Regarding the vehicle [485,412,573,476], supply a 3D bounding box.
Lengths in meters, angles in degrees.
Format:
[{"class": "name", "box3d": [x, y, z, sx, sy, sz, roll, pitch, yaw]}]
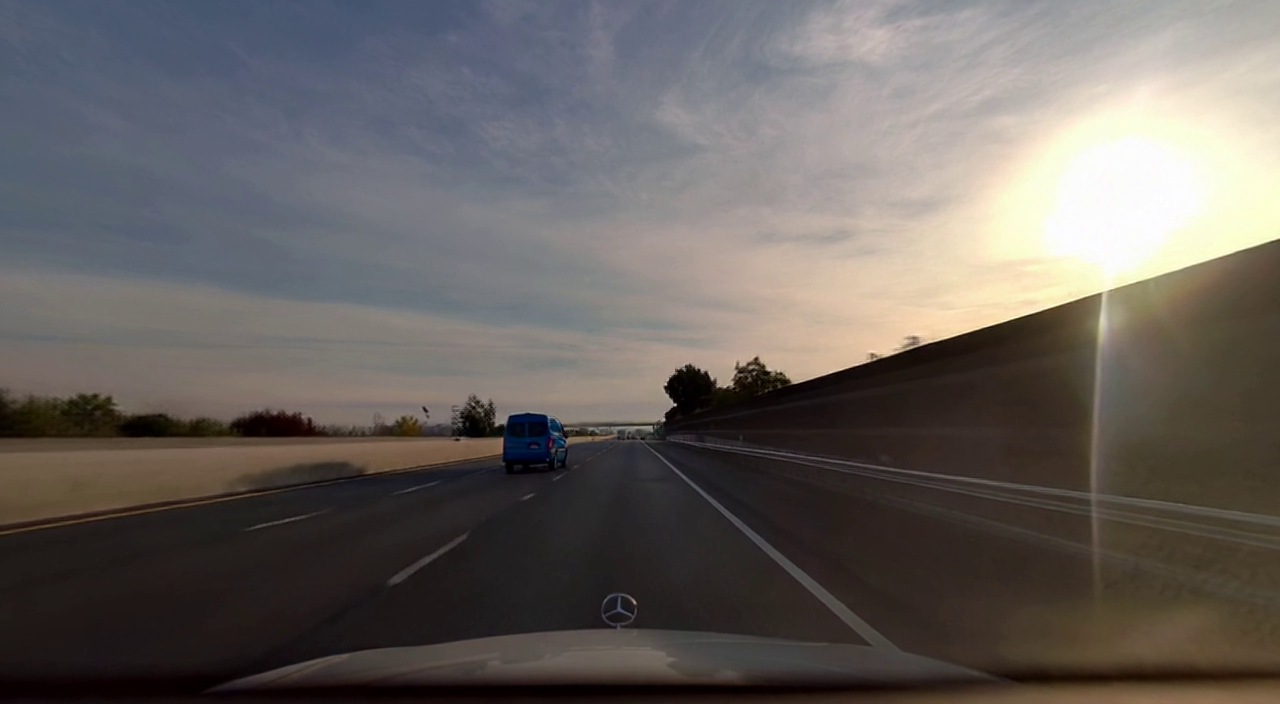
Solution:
[{"class": "vehicle", "box3d": [-3.838, 3.282, 22.727, 2.309, 2.053, 4.884, 0, -8, 0]}]
